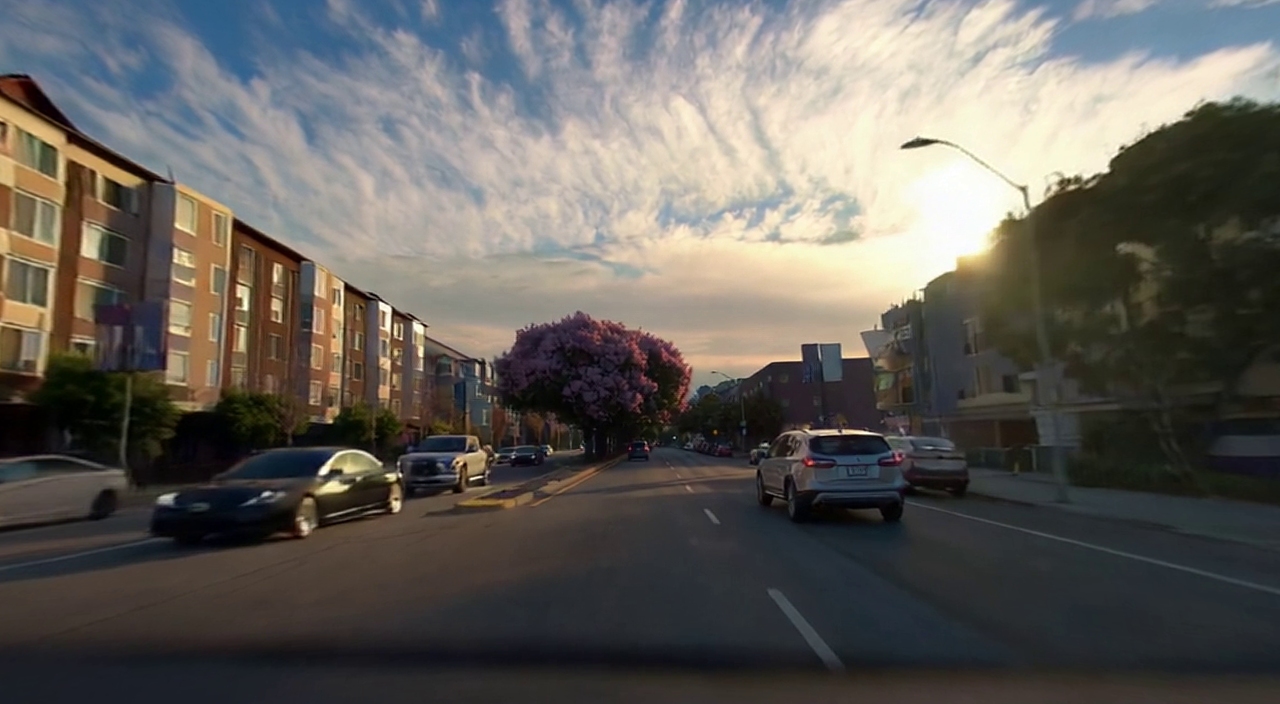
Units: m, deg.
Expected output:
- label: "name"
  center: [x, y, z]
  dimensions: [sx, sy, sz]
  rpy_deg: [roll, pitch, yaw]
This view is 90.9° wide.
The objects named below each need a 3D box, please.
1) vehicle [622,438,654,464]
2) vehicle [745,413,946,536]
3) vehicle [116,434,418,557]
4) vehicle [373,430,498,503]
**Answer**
- label: "vehicle"
  center: [-0.146, 7.207, 46.048]
  dimensions: [2.244, 1.813, 4.129]
  rpy_deg: [0, -8, 0]
- label: "vehicle"
  center: [3.338, 2.097, 11.402]
  dimensions: [2.071, 1.747, 4.549]
  rpy_deg: [0, -8, 0]
- label: "vehicle"
  center: [-5.621, 2.149, 10.437]
  dimensions: [2.012, 1.501, 4.626]
  rpy_deg: [-2, -7, 3]
- label: "vehicle"
  center: [-5.665, 3.175, 18.198]
  dimensions: [2.034, 1.771, 4.795]
  rpy_deg: [-1, -7, 0]
